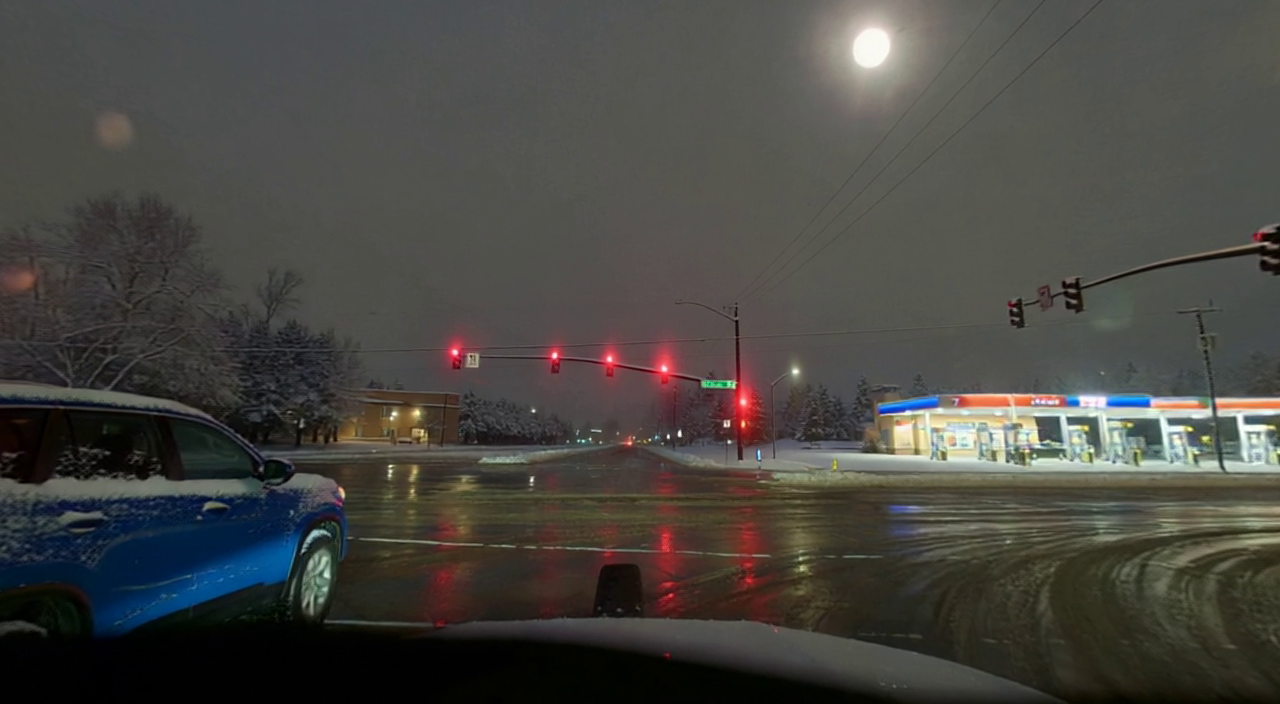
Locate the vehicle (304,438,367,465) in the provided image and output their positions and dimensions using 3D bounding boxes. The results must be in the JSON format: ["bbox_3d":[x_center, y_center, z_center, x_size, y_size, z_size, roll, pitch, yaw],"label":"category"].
[{"bbox_3d":[-20.468,6.726,42.533,2.004,1.699,4.486,0,-9,0],"label":"vehicle"}]

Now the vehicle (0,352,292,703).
[{"bbox_3d":[-3.431,0.805,2.042,2.053,1.690,4.364,0,-9,1],"label":"vehicle"}]
